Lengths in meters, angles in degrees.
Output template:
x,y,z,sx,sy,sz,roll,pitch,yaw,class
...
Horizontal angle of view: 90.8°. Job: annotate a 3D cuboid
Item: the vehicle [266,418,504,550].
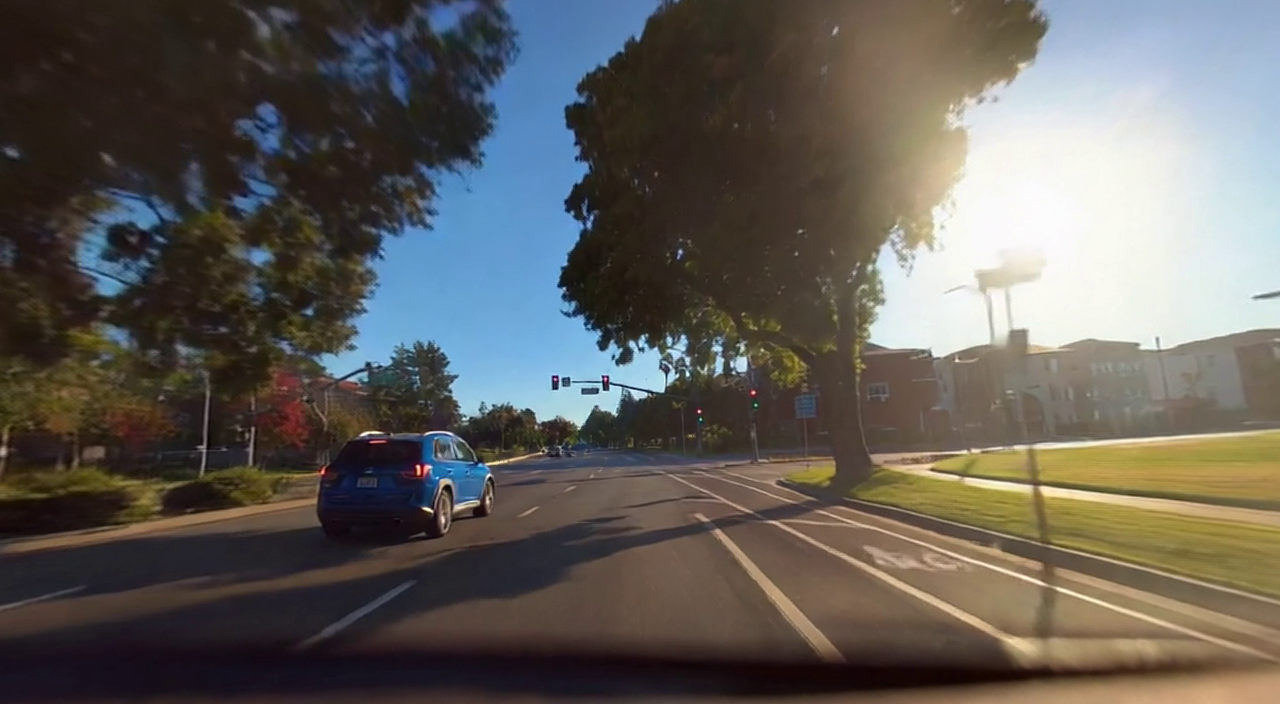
x,y,z,sx,sy,sz,roll,pitch,yaw,class
-3.844,2.081,10.595,2.121,1.724,4.392,0,-9,0,vehicle
